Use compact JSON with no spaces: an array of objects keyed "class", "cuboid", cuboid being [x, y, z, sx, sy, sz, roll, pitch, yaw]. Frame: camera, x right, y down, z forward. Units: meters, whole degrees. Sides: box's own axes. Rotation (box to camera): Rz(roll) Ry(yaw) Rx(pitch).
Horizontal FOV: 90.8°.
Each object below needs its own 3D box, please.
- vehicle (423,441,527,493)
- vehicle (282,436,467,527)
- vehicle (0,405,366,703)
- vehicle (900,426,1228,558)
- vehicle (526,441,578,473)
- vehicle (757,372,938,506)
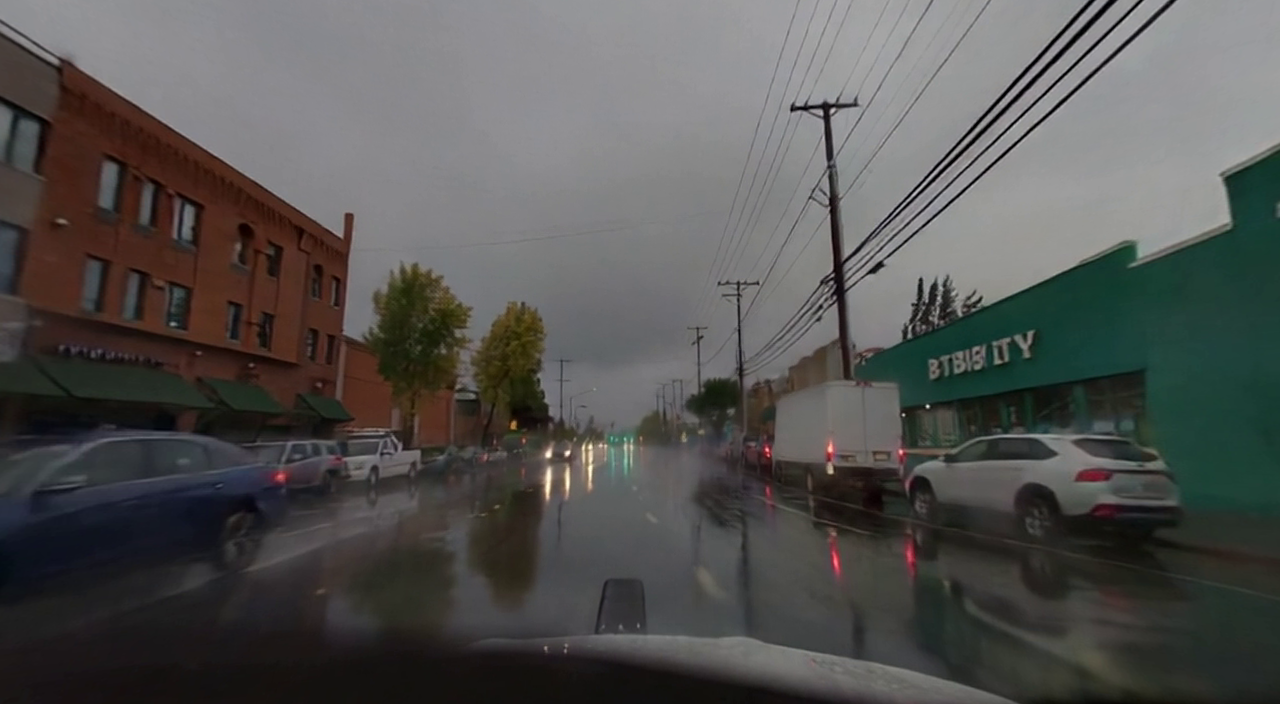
[{"class":"vehicle","cuboid":[-5.068,3.581,20.091,1.845,1.469,4.413,-1,-8,4]},{"class":"vehicle","cuboid":[-5.062,2.505,12.849,1.807,1.494,4.464,0,-8,0]},{"class":"vehicle","cuboid":[-3.908,1.252,4.517,2.050,1.505,4.219,0,-8,-1]},{"class":"vehicle","cuboid":[6.346,2.090,10.240,1.963,1.646,4.204,1,-9,-9]},{"class":"vehicle","cuboid":[-4.354,5.250,31.882,1.925,1.479,4.444,0,-8,1]},{"class":"vehicle","cuboid":[5.672,2.621,19.010,2.815,3.203,7.558,0,-8,0]}]
